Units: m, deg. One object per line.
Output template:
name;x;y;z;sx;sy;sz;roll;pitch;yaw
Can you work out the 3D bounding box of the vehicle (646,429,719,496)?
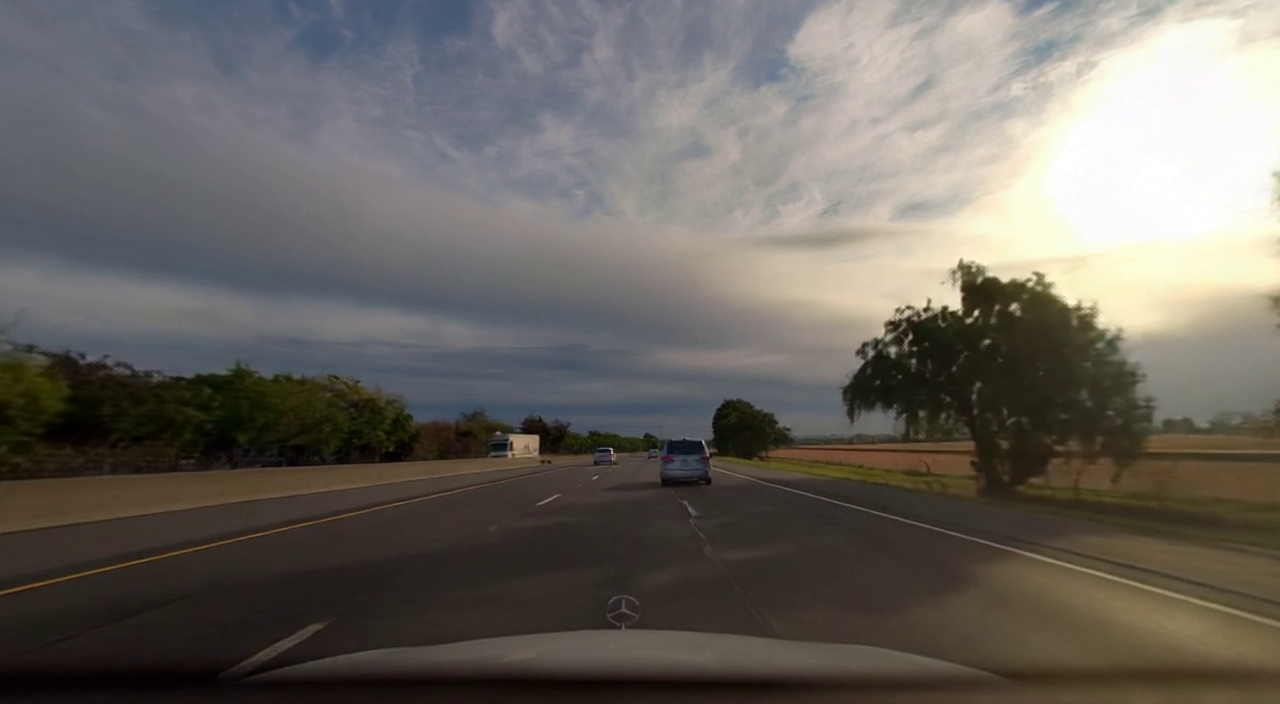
vehicle;1.415;3.786;21.898;2.219;2.033;4.911;-1;-9;2
